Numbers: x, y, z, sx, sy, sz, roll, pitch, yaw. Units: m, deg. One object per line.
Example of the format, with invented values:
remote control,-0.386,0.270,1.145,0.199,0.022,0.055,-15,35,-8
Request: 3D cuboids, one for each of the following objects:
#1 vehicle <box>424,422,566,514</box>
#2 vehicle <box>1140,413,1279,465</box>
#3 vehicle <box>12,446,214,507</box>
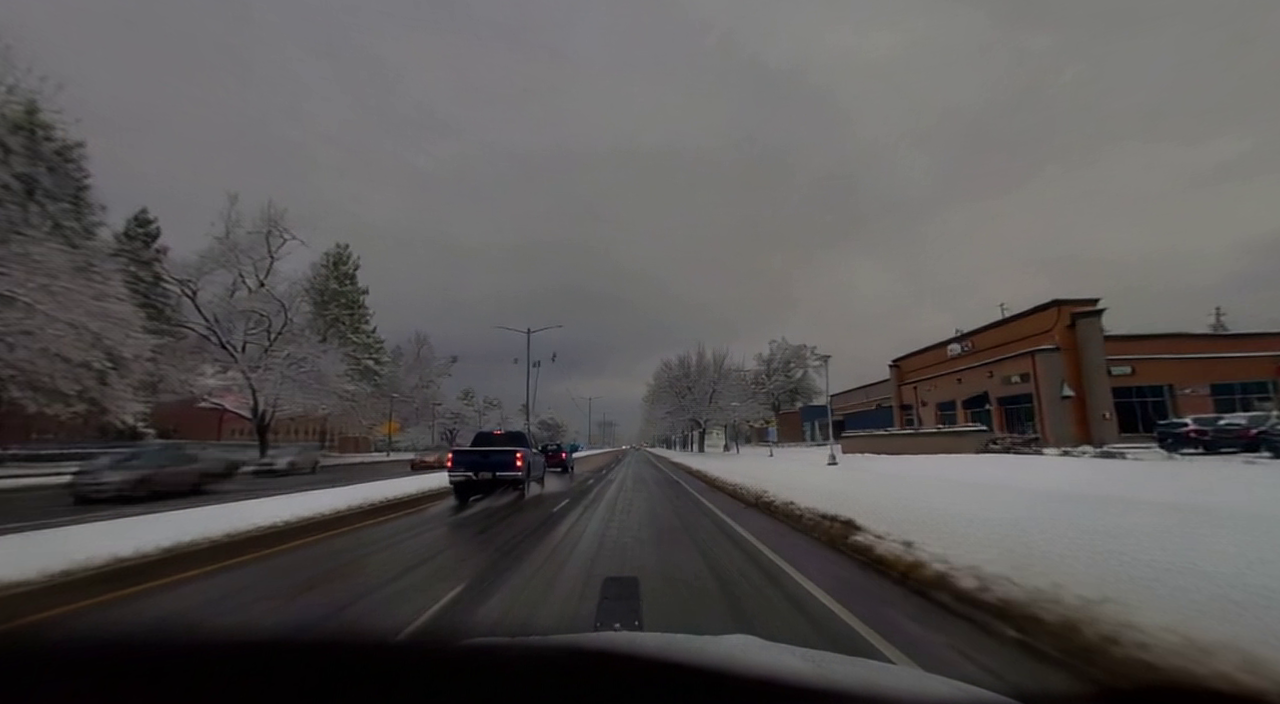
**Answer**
vehicle,-3.193,2.700,15.208,2.065,1.790,5.417,0,-8,1
vehicle,25.866,3.695,26.781,6.906,2.001,2.514,-1,-9,-1
vehicle,-14.355,3.366,17.566,1.813,1.476,4.406,0,-9,0
